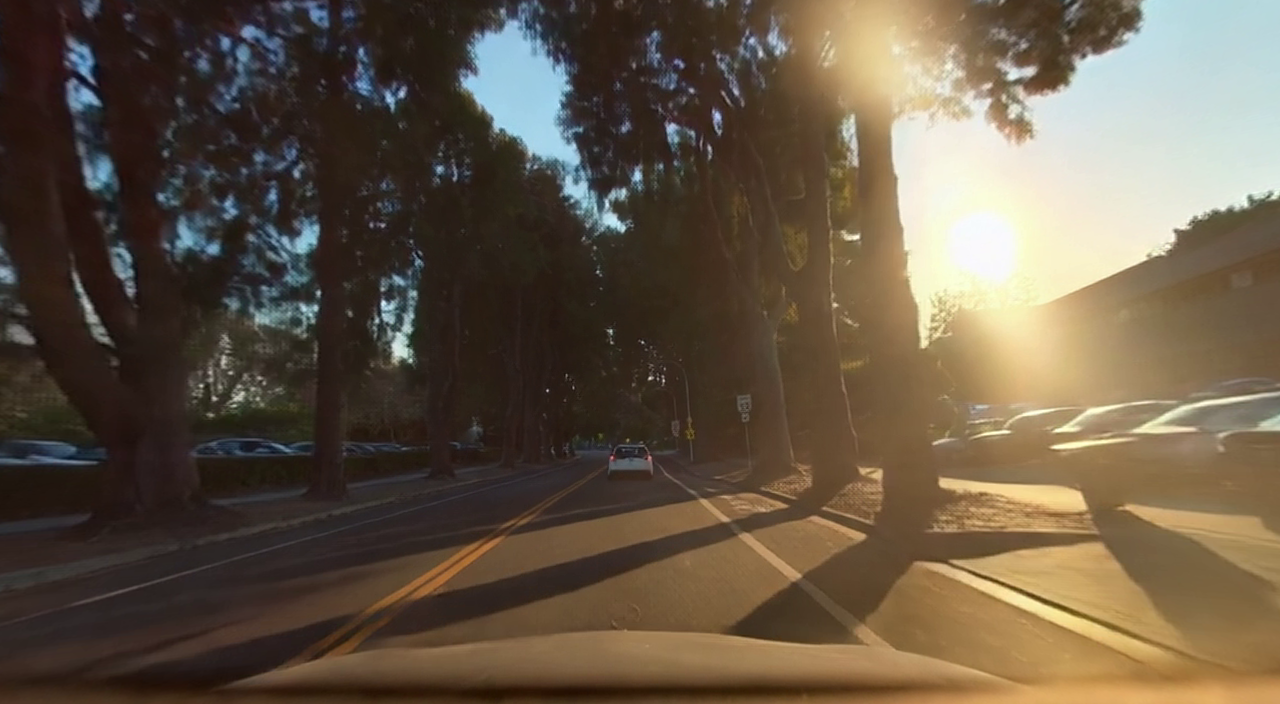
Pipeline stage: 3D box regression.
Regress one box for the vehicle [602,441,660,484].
[{"bbox_3d":[-0.358,4.462,25.807,2.152,1.574,4.223,-1,-8,-1],"label":"vehicle"}]
